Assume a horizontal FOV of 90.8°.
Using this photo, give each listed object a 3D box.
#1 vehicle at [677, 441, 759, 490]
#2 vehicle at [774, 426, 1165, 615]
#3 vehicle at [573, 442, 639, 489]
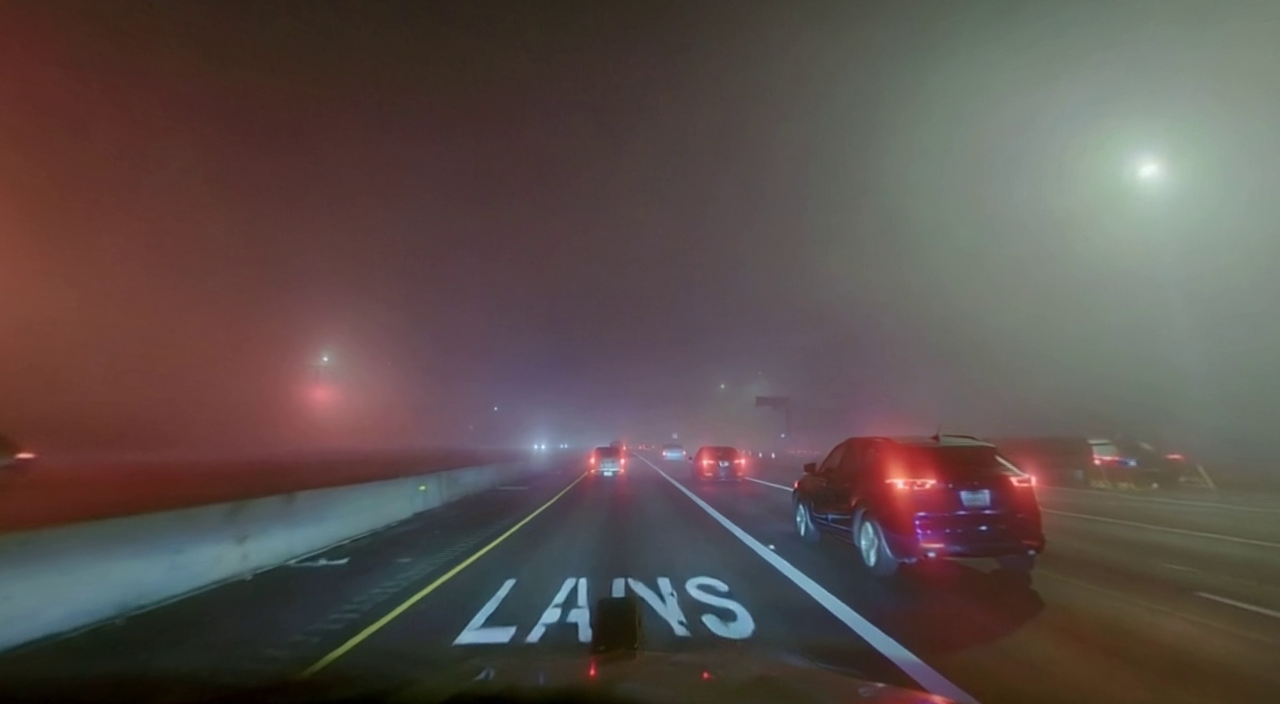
[{"bbox_3d":[2.545,3.842,21.739,2.042,1.460,4.451,0,-9,-3],"label":"vehicle"},{"bbox_3d":[3.061,1.652,7.165,1.996,1.455,4.281,0,-9,-2],"label":"vehicle"},{"bbox_3d":[-1.123,3.885,21.915,2.069,1.470,4.004,0,-9,-2],"label":"vehicle"}]
